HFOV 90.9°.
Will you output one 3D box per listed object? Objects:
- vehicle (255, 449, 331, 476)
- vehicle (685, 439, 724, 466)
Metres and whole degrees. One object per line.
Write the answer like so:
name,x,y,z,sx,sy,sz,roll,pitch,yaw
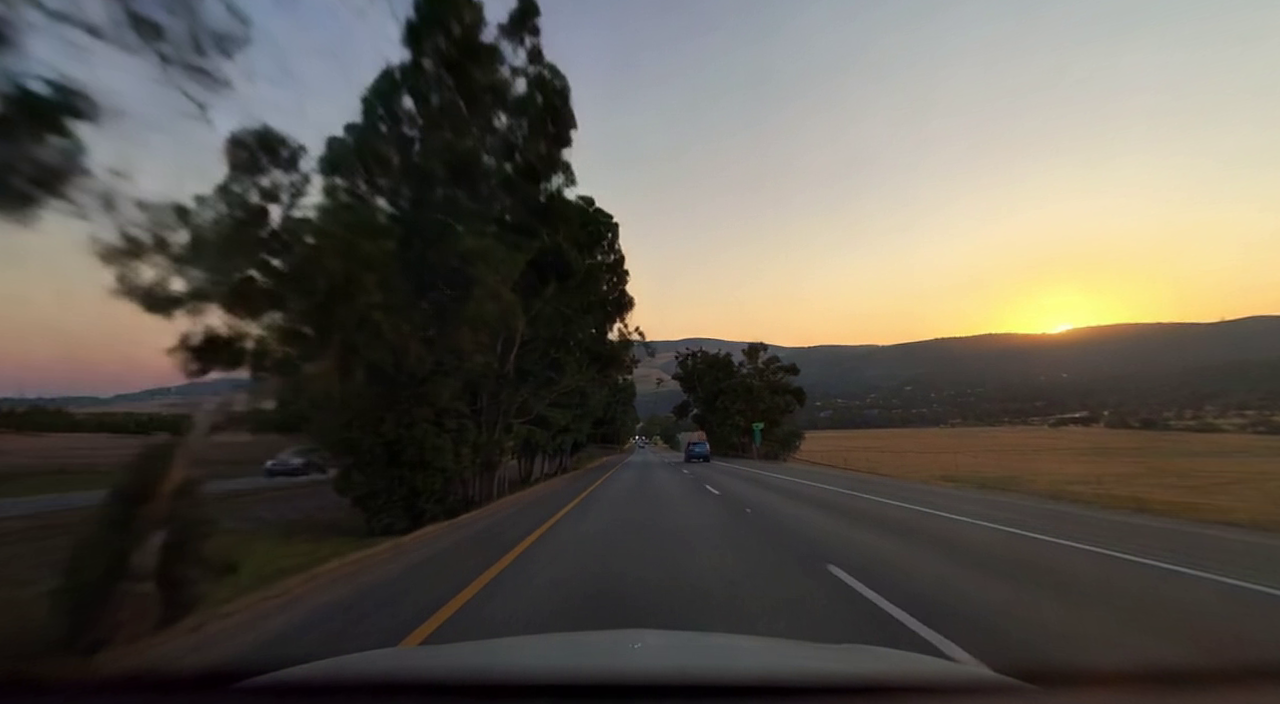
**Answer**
vehicle,-20.966,6.681,38.338,1.889,1.472,4.760,0,-8,1
vehicle,4.174,6.590,41.412,2.157,1.640,4.056,0,-8,0
